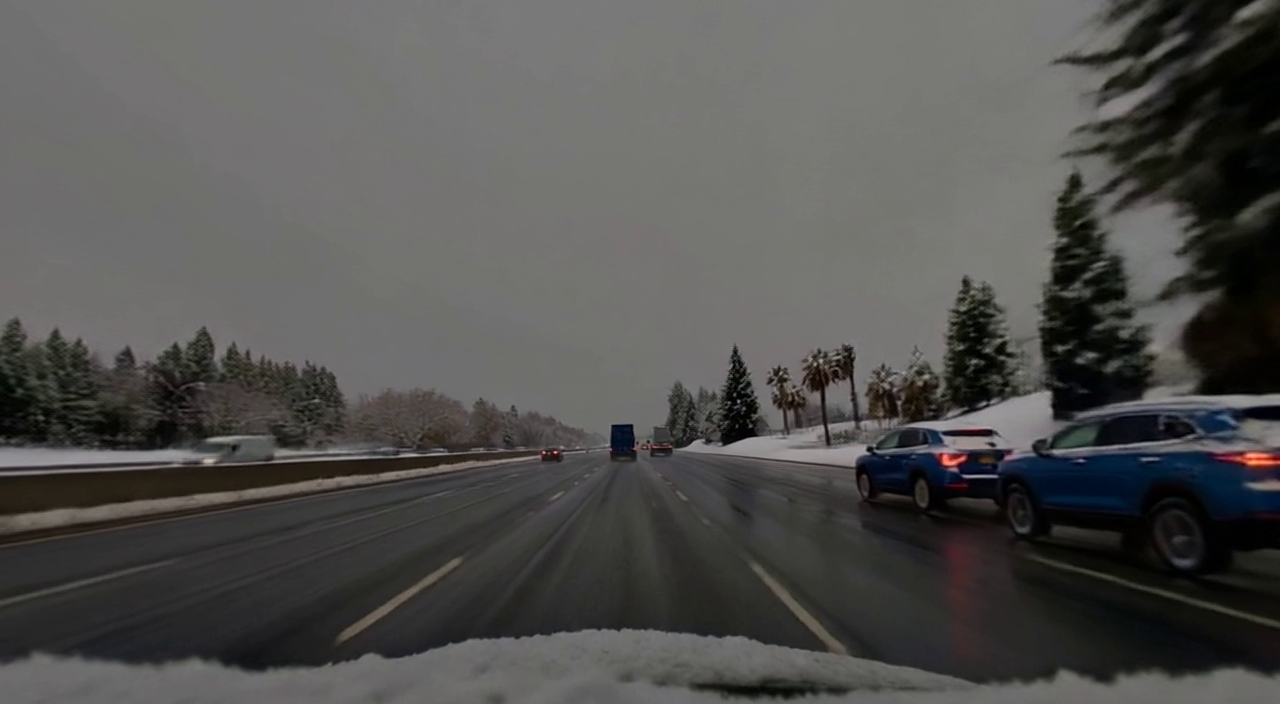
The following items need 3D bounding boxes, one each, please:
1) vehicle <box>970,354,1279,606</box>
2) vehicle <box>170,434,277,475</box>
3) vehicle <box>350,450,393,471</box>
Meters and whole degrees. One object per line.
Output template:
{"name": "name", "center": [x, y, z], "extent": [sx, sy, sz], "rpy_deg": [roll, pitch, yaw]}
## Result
{"name": "vehicle", "center": [6.804, 1.473, 7.986], "extent": [2.408, 2.210, 4.999], "rpy_deg": [0, -8, -1]}
{"name": "vehicle", "center": [-25.786, 6.374, 39.481], "extent": [2.182, 2.322, 6.593], "rpy_deg": [0, -8, 0]}
{"name": "vehicle", "center": [-18.668, 7.526, 43.960], "extent": [1.523, 1.372, 3.385], "rpy_deg": [0, -8, 0]}
